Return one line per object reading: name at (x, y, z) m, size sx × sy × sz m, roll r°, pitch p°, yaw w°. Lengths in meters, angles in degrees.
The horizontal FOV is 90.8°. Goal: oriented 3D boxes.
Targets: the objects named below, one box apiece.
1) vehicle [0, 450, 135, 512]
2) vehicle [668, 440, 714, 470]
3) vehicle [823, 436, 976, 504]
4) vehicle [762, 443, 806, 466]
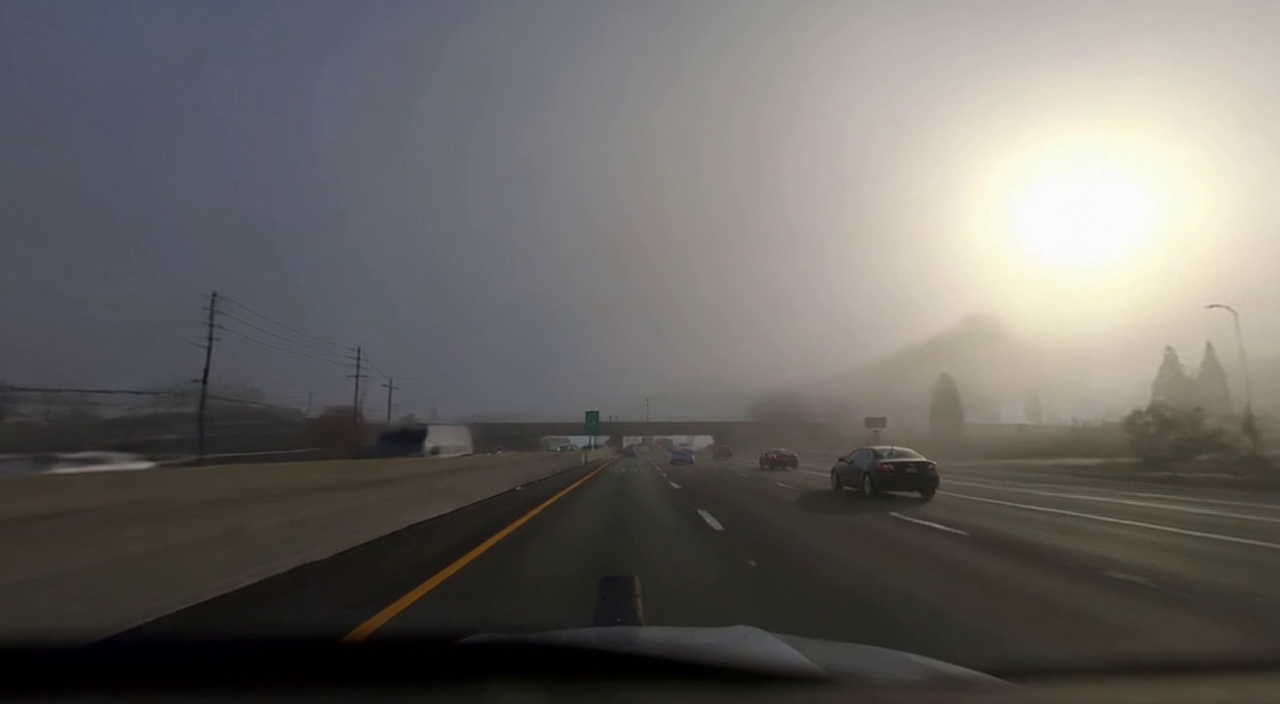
vehicle at (-16.832, 3.514, 17.621) m, size 1.776 × 1.473 × 4.494 m, roll 0°, pitch -8°, yaw -1°
vehicle at (2.715, 5.646, 34.799) m, size 1.993 × 1.507 × 4.594 m, roll 0°, pitch -8°, yaw -2°
vehicle at (6.424, 2.959, 16.307) m, size 1.952 × 1.489 × 4.483 m, roll 0°, pitch -8°, yaw -2°
vehicle at (9.600, 6.849, 42.451) m, size 1.838 × 1.440 × 4.121 m, roll 0°, pitch -8°, yaw -2°
